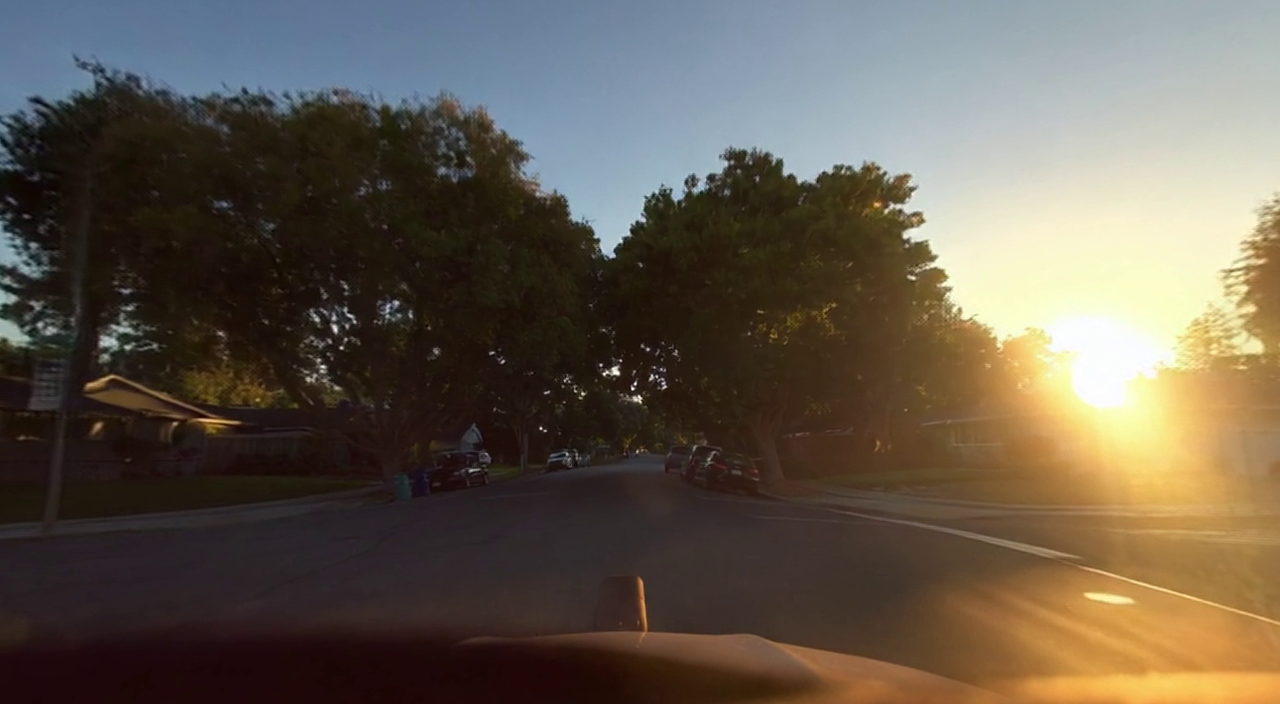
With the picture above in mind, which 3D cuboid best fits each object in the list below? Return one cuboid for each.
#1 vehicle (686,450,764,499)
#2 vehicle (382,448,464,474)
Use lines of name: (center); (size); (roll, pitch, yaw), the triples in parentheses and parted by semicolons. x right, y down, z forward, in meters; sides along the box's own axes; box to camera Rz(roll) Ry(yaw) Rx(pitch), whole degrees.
vehicle: (2.790, 4.134, 21.703); (1.881, 1.487, 4.183); (1, -9, -3)
vehicle: (-13.454, 6.763, 39.376); (4.423, 1.522, 1.961); (0, -9, -2)
